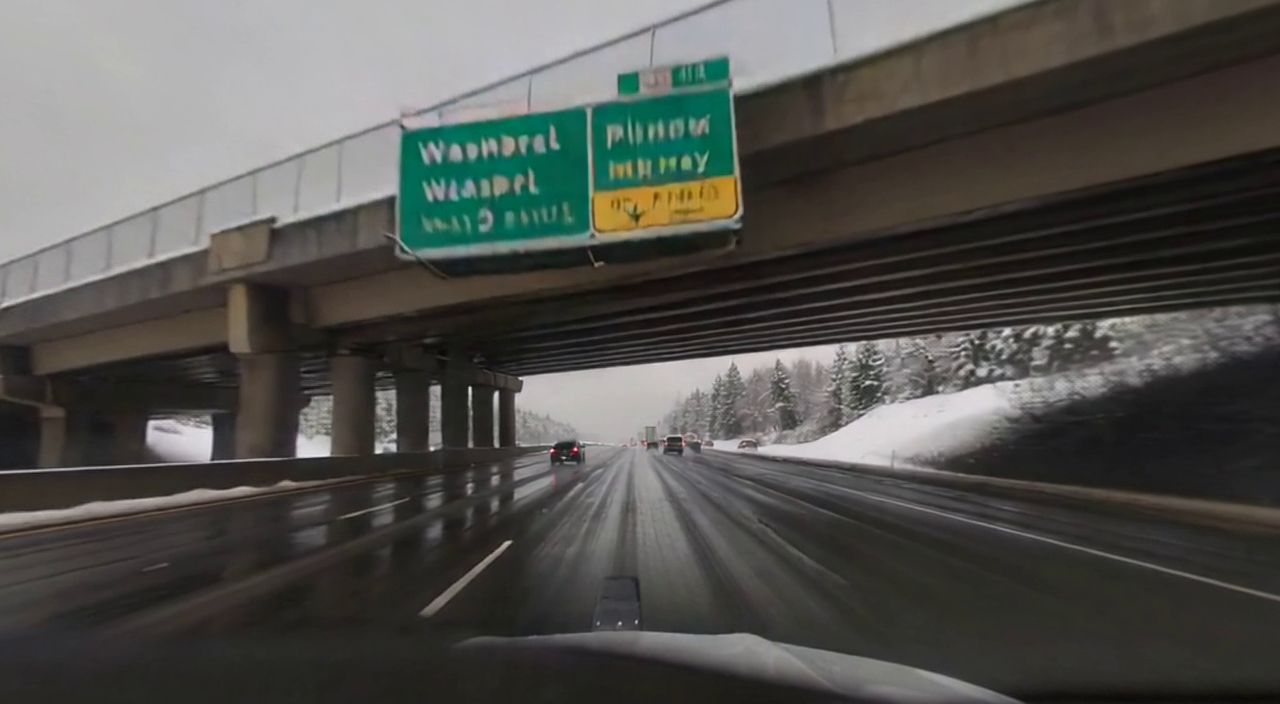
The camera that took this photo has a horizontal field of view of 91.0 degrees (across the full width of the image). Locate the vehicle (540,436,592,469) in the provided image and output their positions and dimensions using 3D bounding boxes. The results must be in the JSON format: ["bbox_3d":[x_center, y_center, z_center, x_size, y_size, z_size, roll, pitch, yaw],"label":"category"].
[{"bbox_3d":[-3.571,4.949,31.275,2.066,1.500,4.415,0,-8,0],"label":"vehicle"}]
